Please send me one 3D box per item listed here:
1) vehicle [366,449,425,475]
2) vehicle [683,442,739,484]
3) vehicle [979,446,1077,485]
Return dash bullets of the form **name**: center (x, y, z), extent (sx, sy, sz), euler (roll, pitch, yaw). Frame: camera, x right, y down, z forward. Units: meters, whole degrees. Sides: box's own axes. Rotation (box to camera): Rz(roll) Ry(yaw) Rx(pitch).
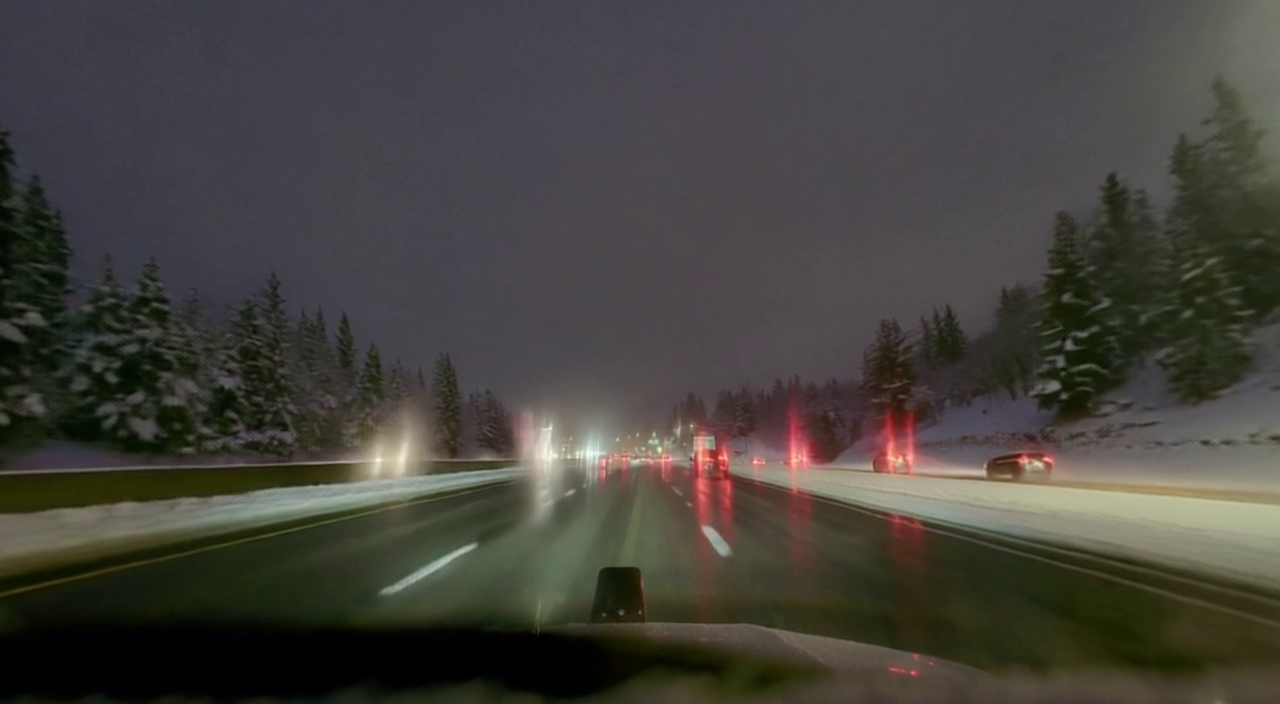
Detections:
- **vehicle**: center (-17.849, 8.045, 46.294), extent (2.066, 1.824, 5.243), euler (0, -9, 2)
- **vehicle**: center (3.289, 5.286, 30.176), extent (2.147, 1.794, 4.538), euler (0, -9, 0)
- **vehicle**: center (19.496, 5.708, 31.947), extent (2.116, 1.754, 4.727), euler (0, -9, 3)
